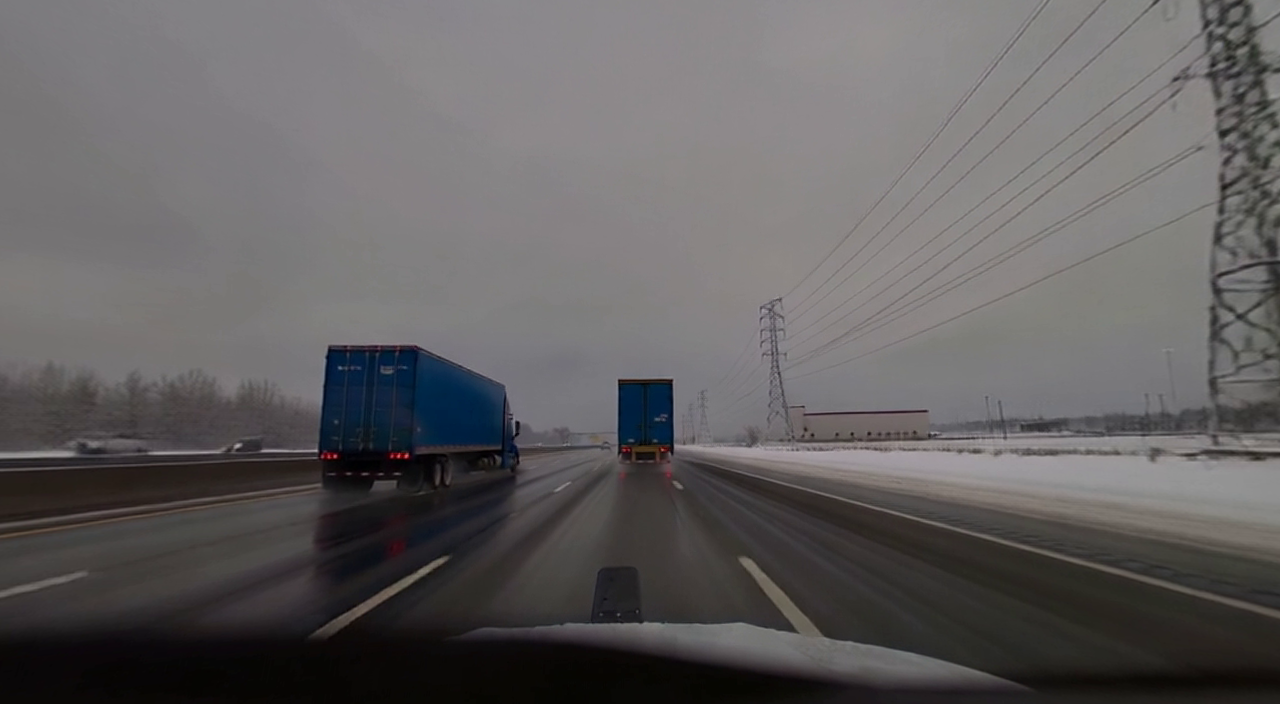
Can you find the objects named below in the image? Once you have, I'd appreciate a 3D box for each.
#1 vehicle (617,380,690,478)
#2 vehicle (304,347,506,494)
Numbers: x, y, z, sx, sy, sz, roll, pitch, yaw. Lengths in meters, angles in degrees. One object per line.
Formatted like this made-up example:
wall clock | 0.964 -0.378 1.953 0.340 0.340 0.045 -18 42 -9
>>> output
vehicle | 0.485 3.799 30.149 2.858 3.847 10.034 0 -9 -1
vehicle | -7.547 2.652 22.830 2.937 3.981 11.119 -1 -8 0
